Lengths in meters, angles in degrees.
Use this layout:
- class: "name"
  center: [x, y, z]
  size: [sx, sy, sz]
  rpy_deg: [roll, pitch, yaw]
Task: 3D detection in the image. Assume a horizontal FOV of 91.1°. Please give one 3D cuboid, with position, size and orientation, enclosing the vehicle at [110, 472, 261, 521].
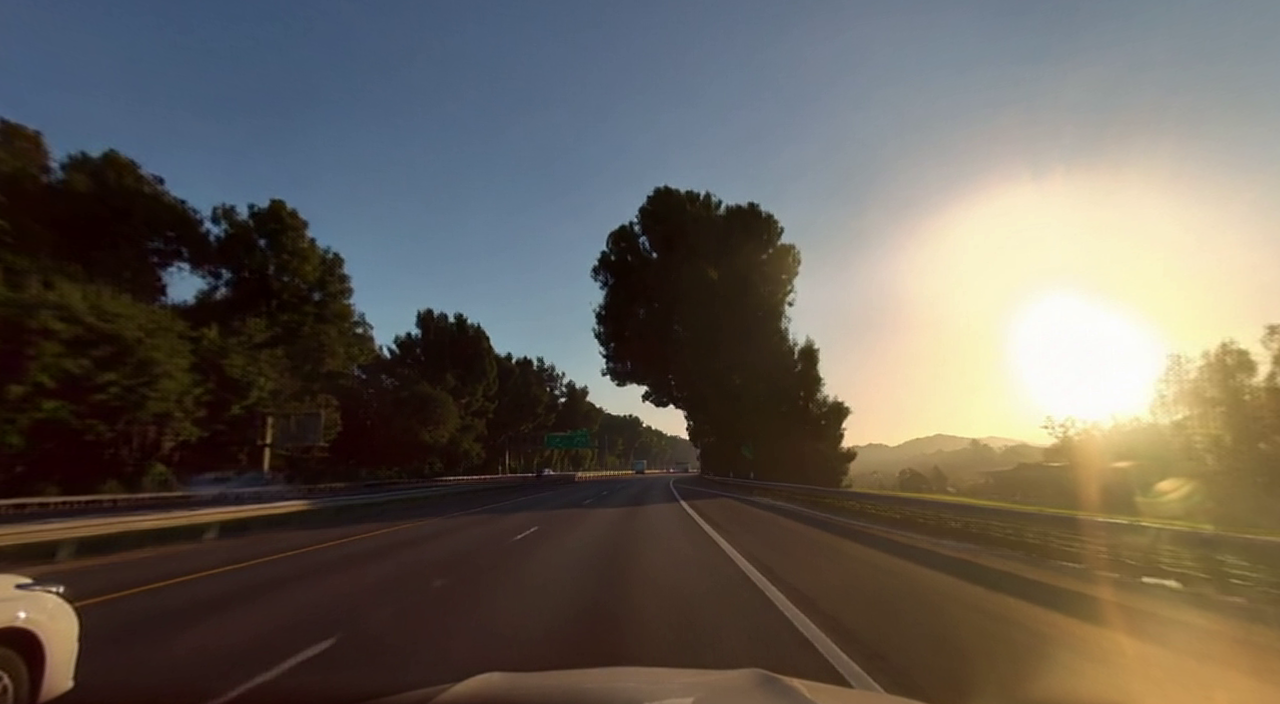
- class: "vehicle"
  center: [-16.119, 5.122, 22.671]
  size: [1.950, 1.526, 4.557]
  rpy_deg: [1, -11, 1]
